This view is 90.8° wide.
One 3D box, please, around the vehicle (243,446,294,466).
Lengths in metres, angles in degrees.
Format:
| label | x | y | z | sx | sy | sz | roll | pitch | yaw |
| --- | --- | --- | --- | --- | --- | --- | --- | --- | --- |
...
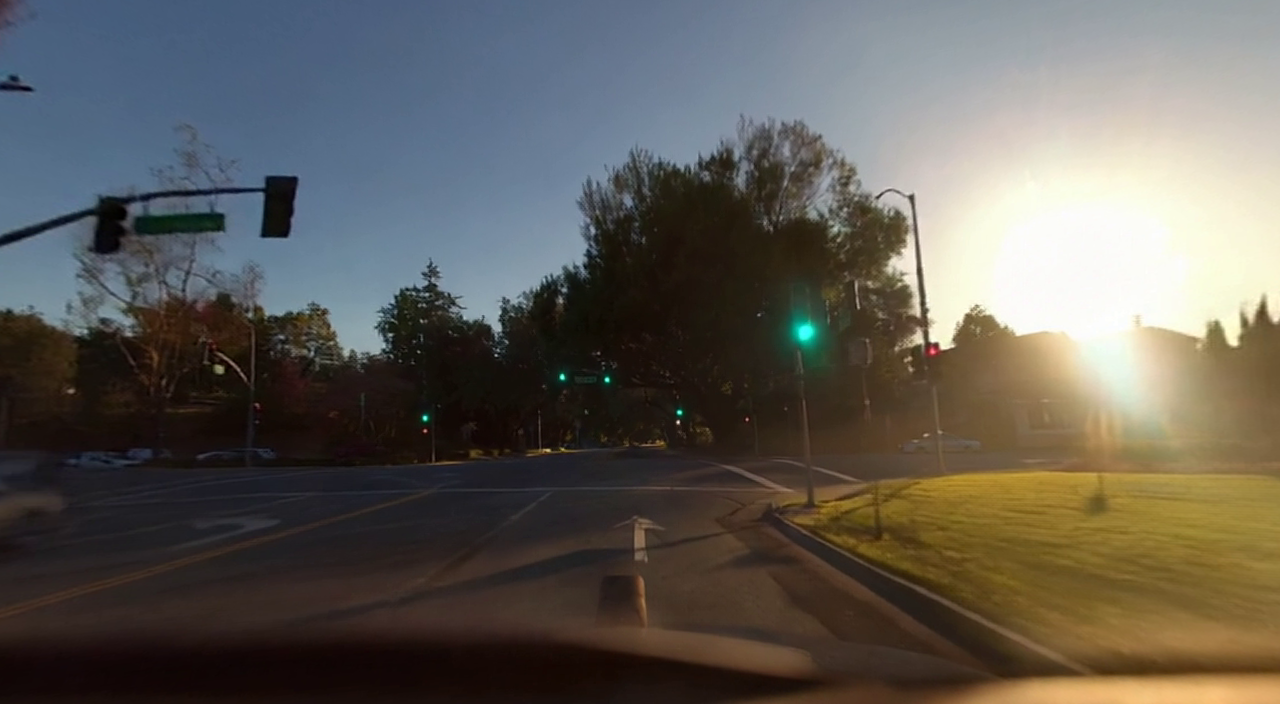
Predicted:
| label | x | y | z | sx | sy | sz | roll | pitch | yaw |
| --- | --- | --- | --- | --- | --- | --- | --- | --- | --- |
| vehicle | -27.648 | 7.738 | 47.143 | 1.665 | 1.386 | 4.012 | 1 | -8 | -6 |

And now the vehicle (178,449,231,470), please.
| label | x | y | z | sx | sy | sz | roll | pitch | yaw |
| --- | --- | --- | --- | --- | --- | --- | --- | --- | --- |
| vehicle | -31.929 | 7.891 | 46.457 | 1.816 | 1.423 | 4.126 | 2 | -9 | -14 |

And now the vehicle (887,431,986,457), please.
| label | x | y | z | sx | sy | sz | roll | pitch | yaw |
| --- | --- | --- | --- | --- | --- | --- | --- | --- | --- |
| vehicle | 16.905 | 5.286 | 36.213 | 4.720 | 1.410 | 1.784 | -1 | -8 | 9 |

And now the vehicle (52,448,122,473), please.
| label | x | y | z | sx | sy | sz | roll | pitch | yaw |
| --- | --- | --- | --- | --- | --- | --- | --- | --- | --- |
| vehicle | -38.812 | 7.601 | 44.461 | 1.959 | 1.590 | 4.105 | 2 | -9 | -15 |

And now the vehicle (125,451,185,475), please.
| label | x | y | z | sx | sy | sz | roll | pitch | yaw |
| --- | --- | --- | --- | --- | --- | --- | --- | --- | --- |
| vehicle | -34.745 | 7.918 | 45.363 | 2.000 | 1.582 | 4.063 | 3 | -9 | -16 |
